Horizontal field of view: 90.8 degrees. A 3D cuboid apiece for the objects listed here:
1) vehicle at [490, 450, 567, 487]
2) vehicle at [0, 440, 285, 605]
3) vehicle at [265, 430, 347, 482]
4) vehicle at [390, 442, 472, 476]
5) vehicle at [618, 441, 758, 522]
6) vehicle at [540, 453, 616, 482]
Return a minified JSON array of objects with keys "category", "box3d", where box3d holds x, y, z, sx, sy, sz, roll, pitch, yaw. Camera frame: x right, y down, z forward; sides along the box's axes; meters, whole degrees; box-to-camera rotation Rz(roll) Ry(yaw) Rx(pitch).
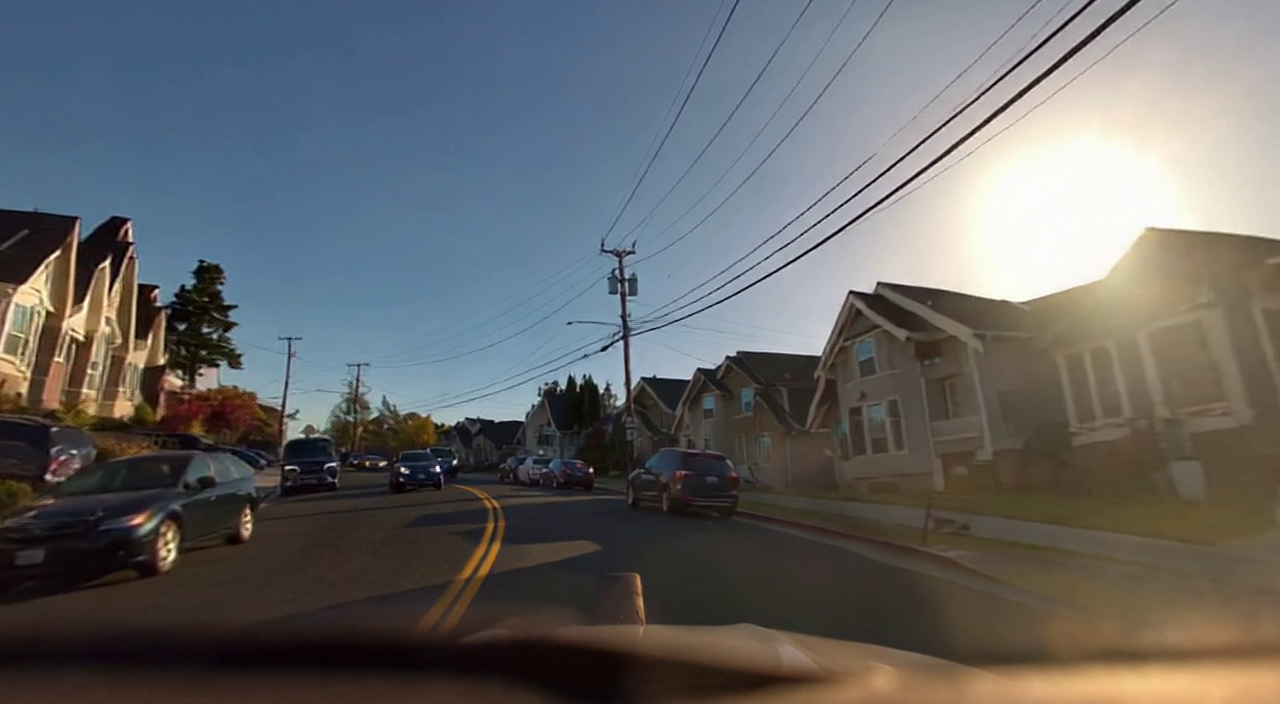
[{"category":"vehicle","box3d":[-5.514,5.646,30.798,1.923,1.531,4.568,10,-13,-32]},{"category":"vehicle","box3d":[-7.023,2.092,8.793,2.023,1.674,4.556,1,-8,-8]},{"category":"vehicle","box3d":[-13.646,4.278,25.622,2.378,1.840,5.389,7,-13,-31]},{"category":"vehicle","box3d":[-13.768,6.994,41.448,5.504,1.869,2.449,-8,-18,42]},{"category":"vehicle","box3d":[1.001,3.140,15.893,1.994,1.682,4.750,4,-9,-15]},{"category":"vehicle","box3d":[-3.704,6.949,38.263,4.163,1.586,2.023,8,-11,-43]}]
